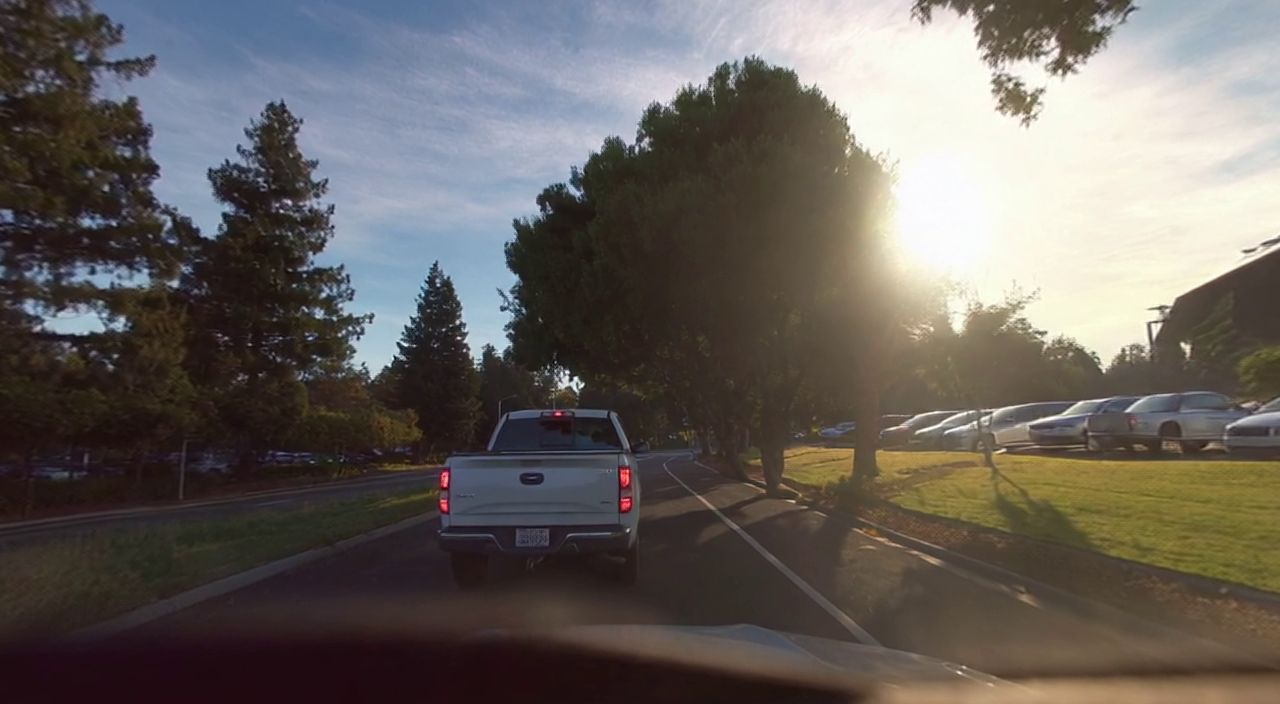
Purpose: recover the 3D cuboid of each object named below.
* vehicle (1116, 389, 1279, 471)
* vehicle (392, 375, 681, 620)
[{"bbox_3d":[11.873,1.447,11.798,4.298,1.392,1.944,-1,-8,2],"label":"vehicle"},{"bbox_3d":[-0.692,1.447,7.305,2.157,1.816,5.039,0,-8,2],"label":"vehicle"}]
